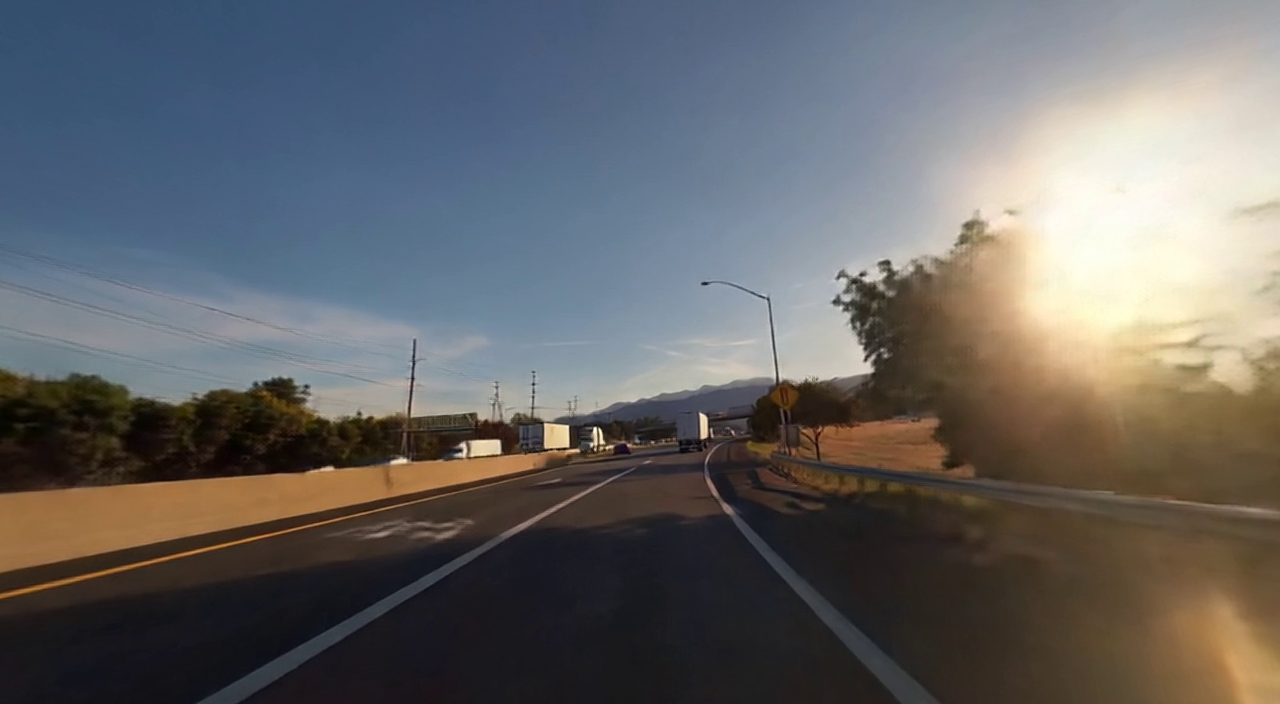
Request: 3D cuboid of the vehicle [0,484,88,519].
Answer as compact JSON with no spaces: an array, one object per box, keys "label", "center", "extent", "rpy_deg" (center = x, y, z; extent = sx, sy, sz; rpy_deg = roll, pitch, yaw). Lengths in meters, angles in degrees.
[{"label":"vehicle","center":[-33.042,8.071,34.193],"extent":[1.811,1.516,4.140],"rpy_deg":[-2,-9,13]}]
